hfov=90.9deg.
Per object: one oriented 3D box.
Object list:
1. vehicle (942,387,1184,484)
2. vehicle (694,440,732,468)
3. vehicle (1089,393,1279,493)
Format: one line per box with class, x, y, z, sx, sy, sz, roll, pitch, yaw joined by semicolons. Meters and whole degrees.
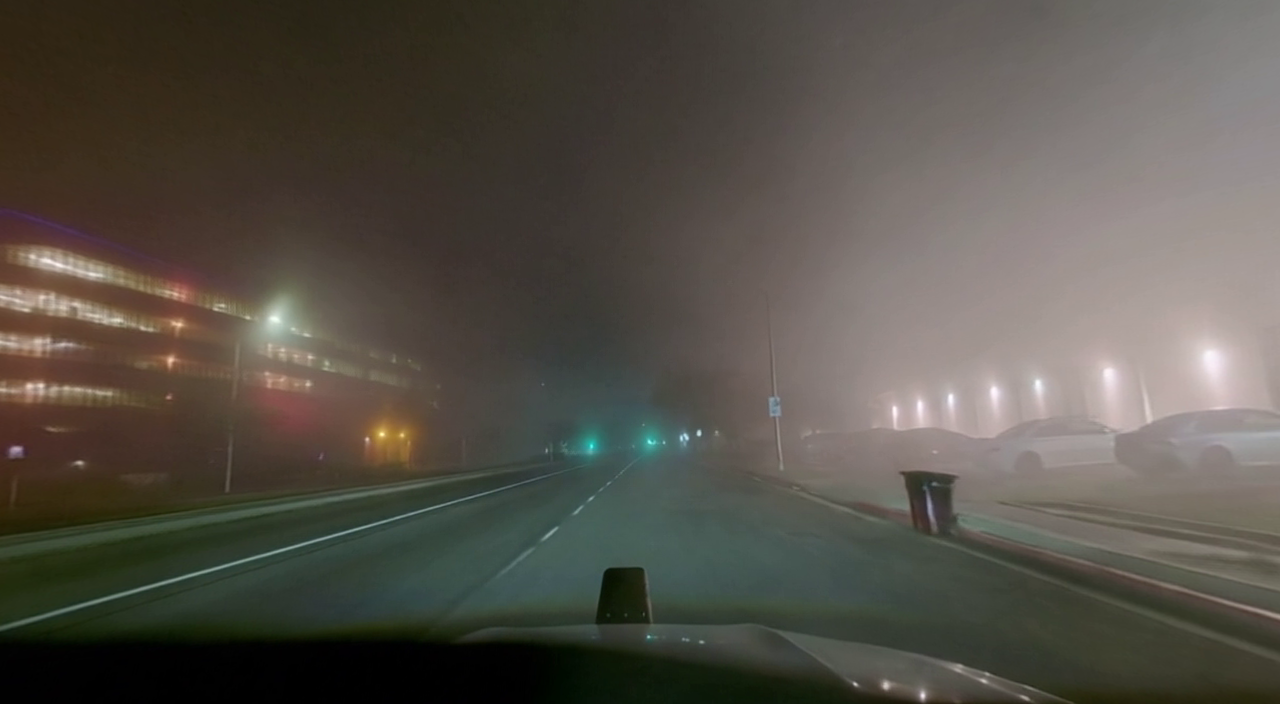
vehicle;12.061;2.452;18.300;5.330;1.917;2.001;-8;-9;0
vehicle;5.070;7.153;44.445;2.078;1.771;5.174;2;-8;1
vehicle;12.073;1.727;12.634;4.478;1.578;1.944;-6;-9;1
